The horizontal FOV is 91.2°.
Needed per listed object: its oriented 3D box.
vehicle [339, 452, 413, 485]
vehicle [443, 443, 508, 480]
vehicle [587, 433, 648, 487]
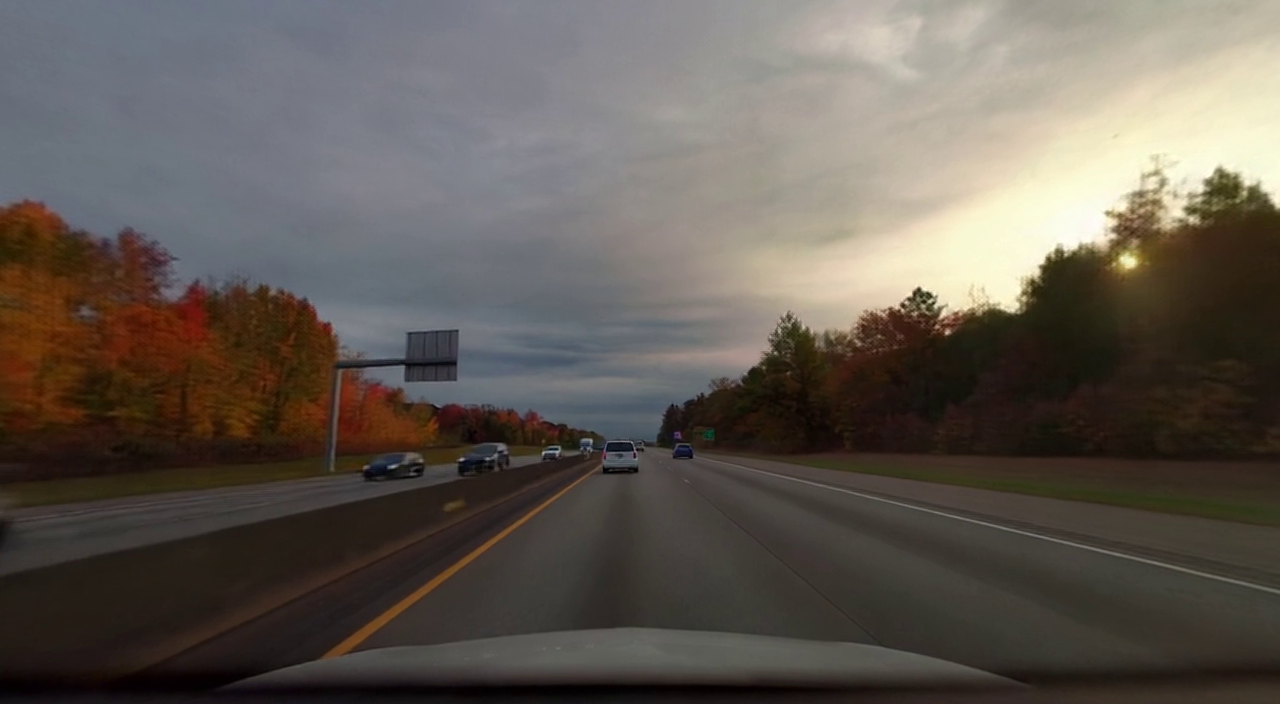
[{"bbox_3d":[-13.565,5.996,32.500,1.896,1.501,4.530,0,-9,0],"label":"vehicle"},{"bbox_3d":[-8.924,5.993,34.500,2.152,1.839,5.038,-1,-9,0],"label":"vehicle"},{"bbox_3d":[-0.714,3.760,22.129,1.937,1.699,3.936,0,-9,0],"label":"vehicle"}]
